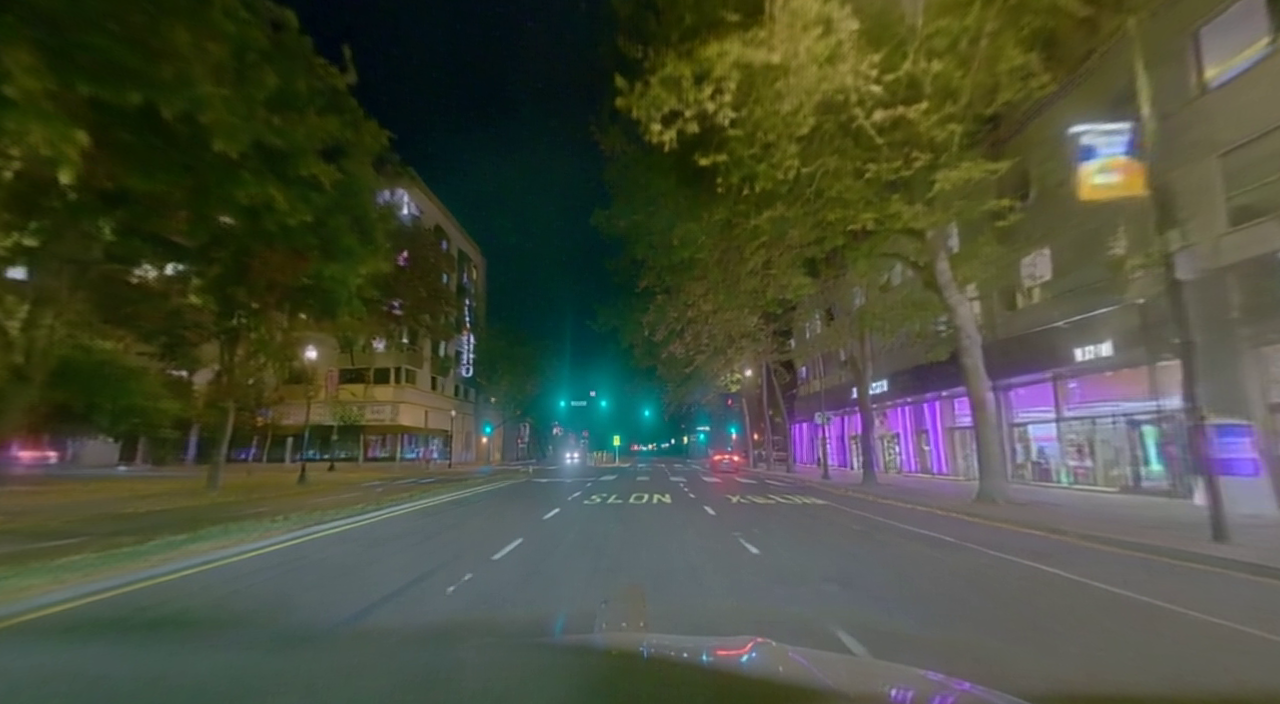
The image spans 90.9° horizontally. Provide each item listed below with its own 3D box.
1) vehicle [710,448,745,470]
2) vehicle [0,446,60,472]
[{"bbox_3d":[6.461,7.909,46.808,1.906,1.523,4.336,0,-9,-1],"label":"vehicle"},{"bbox_3d":[-44.239,7.485,44.188,4.973,1.790,1.987,0,-8,-1],"label":"vehicle"}]
